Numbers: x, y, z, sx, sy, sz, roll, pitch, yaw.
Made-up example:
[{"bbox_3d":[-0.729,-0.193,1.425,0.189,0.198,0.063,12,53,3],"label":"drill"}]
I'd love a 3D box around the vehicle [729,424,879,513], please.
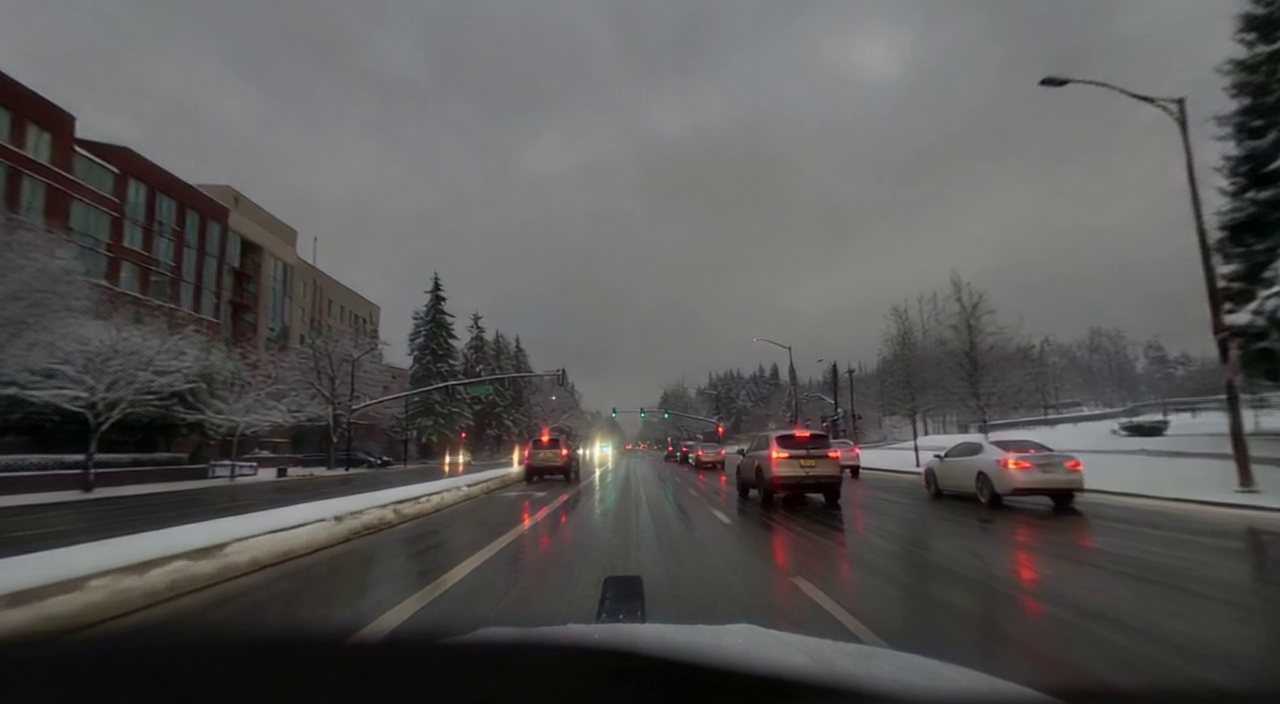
[{"bbox_3d":[3.603,2.679,14.989,2.152,1.742,4.704,0,-8,-2],"label":"vehicle"}]

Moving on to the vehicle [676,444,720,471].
[{"bbox_3d":[3.330,6.147,37.137,2.054,1.473,4.511,0,-8,-2],"label":"vehicle"}]

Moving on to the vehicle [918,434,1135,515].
[{"bbox_3d":[8.429,2.695,14.461,1.944,1.503,4.723,0,-8,0],"label":"vehicle"}]

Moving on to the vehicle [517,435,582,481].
[{"bbox_3d":[-3.741,4.472,26.883,2.155,1.797,3.989,-1,-8,0],"label":"vehicle"}]
